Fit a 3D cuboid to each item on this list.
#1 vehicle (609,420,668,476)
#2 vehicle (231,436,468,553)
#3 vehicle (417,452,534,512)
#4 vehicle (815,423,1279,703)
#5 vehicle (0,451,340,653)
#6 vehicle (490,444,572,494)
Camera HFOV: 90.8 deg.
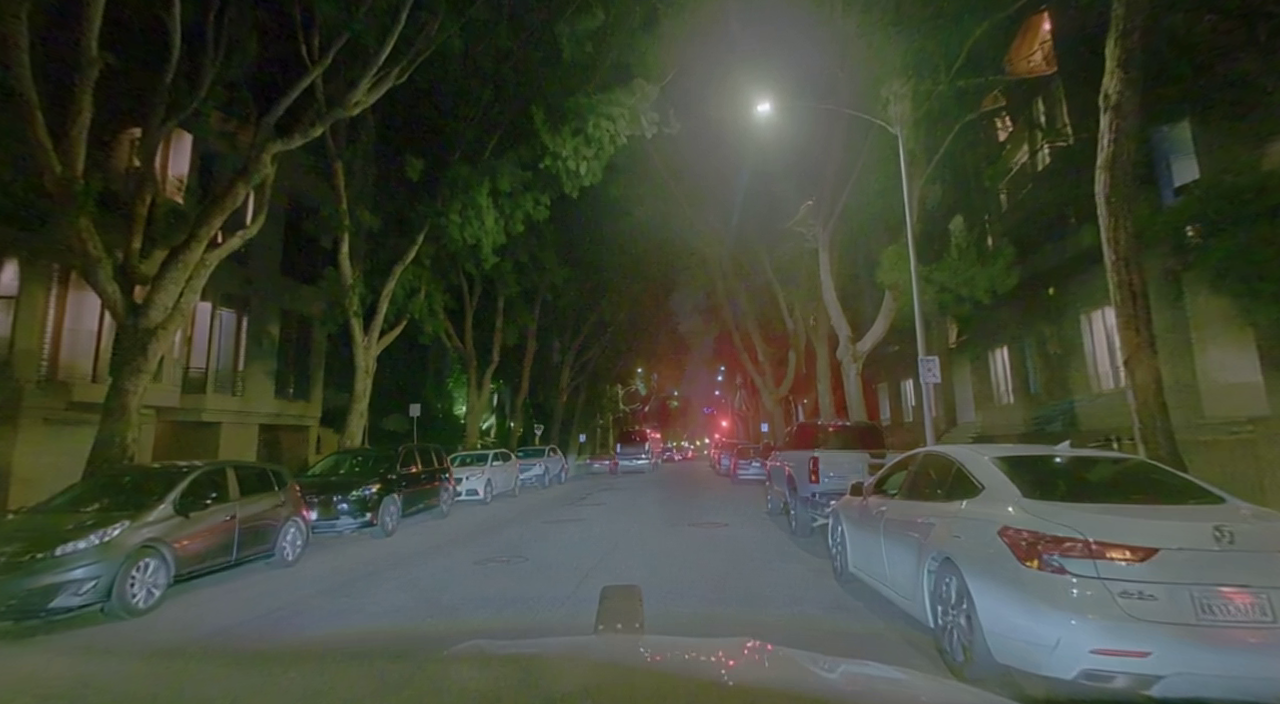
[{"bbox_3d":[0.064,5.537,36.401,2.716,2.887,6.781,-1,-8,5],"label":"vehicle"},{"bbox_3d":[-5.277,2.617,12.501,2.203,1.815,4.972,0,-8,1],"label":"vehicle"},{"bbox_3d":[-4.658,3.723,18.701,1.861,1.474,4.749,-1,-8,5],"label":"vehicle"},{"bbox_3d":[2.922,1.370,4.969,1.992,1.456,4.610,0,-8,3],"label":"vehicle"},{"bbox_3d":[-5.533,1.919,7.239,1.855,1.510,4.406,0,-8,3],"label":"vehicle"},{"bbox_3d":[-4.270,4.669,25.774,2.002,1.781,5.380,-1,-8,4],"label":"vehicle"}]
